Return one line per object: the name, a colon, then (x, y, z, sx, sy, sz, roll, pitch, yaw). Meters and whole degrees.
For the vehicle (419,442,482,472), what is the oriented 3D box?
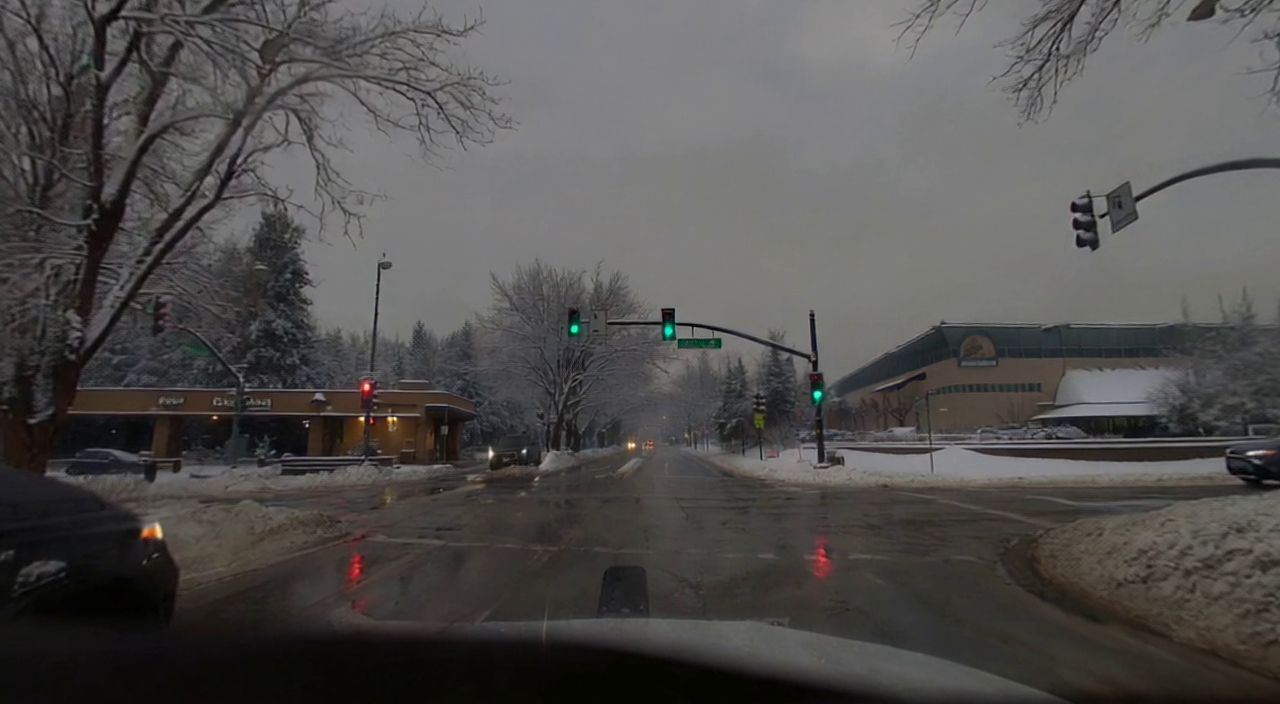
vehicle: (-10.633, 5.914, 35.718, 2.041, 1.548, 4.868, 0, -8, 0)

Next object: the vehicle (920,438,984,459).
vehicle: (21.457, 6.639, 43.412, 3.576, 1.425, 1.702, 2, -8, -11)

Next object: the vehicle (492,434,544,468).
vehicle: (-7.162, 5.858, 37.461, 2.081, 1.818, 4.782, 0, -8, 1)

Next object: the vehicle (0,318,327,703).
vehicle: (-3.478, 0.812, 2.700, 2.000, 1.789, 4.638, 0, -8, -2)

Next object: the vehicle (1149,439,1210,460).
vehicle: (41.146, 7.494, 48.175, 1.767, 1.456, 4.191, -5, -11, 15)

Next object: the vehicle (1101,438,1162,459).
vehicle: (38.477, 7.550, 49.508, 1.837, 1.514, 4.786, -2, -9, 13)
